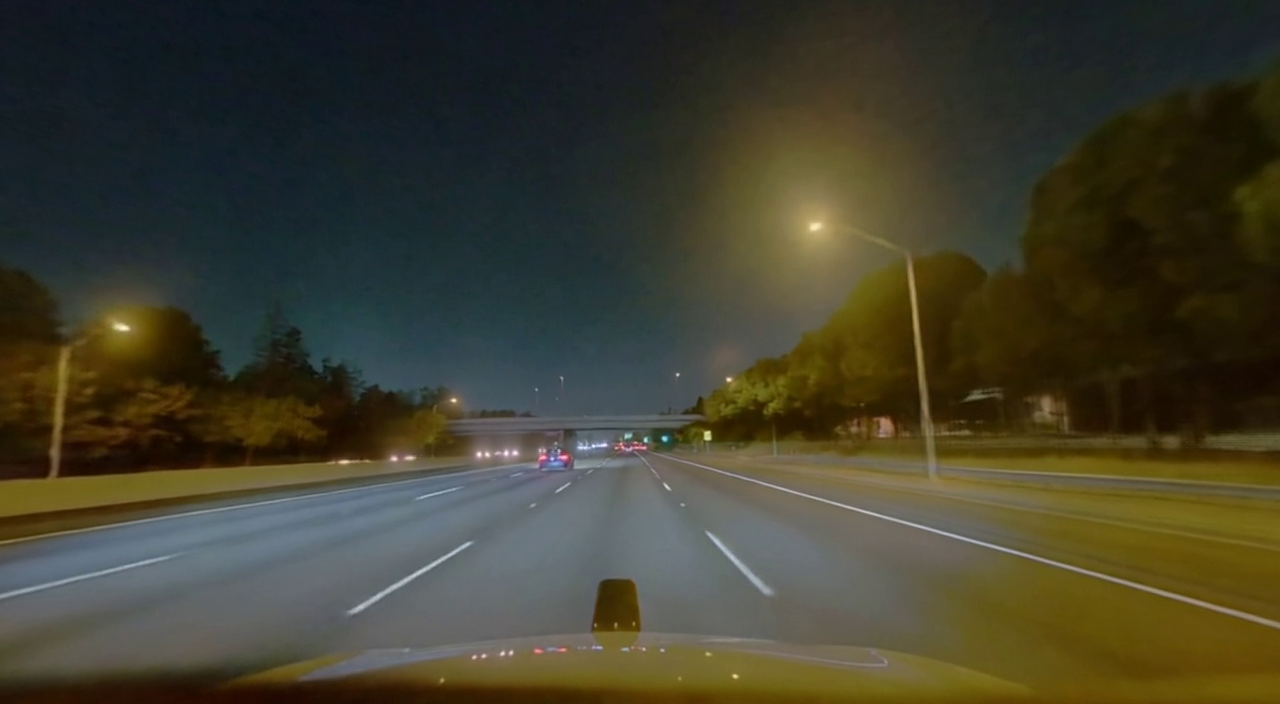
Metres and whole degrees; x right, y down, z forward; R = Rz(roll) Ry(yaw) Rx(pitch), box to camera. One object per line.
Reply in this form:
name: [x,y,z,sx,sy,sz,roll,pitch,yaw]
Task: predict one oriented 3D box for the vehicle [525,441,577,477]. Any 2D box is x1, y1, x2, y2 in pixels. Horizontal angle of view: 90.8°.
vehicle: [-4.603,5.591,33.289,2.102,1.727,4.704,0,-9,0]
